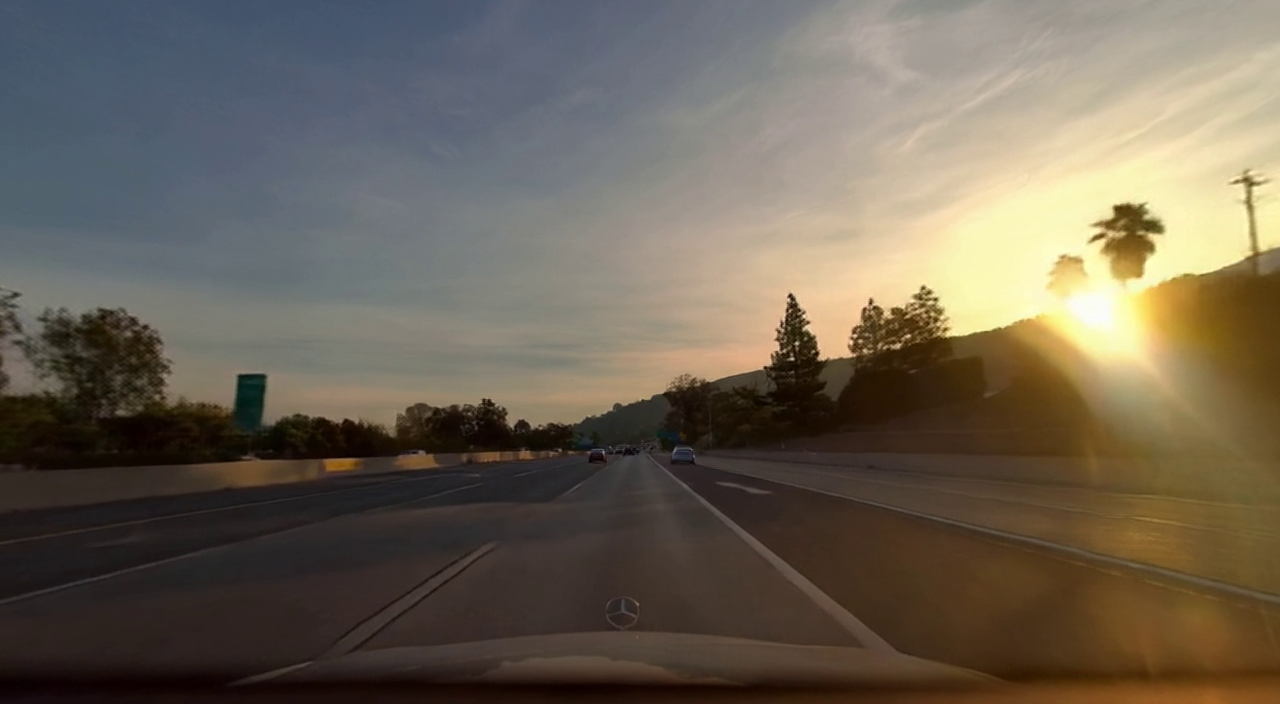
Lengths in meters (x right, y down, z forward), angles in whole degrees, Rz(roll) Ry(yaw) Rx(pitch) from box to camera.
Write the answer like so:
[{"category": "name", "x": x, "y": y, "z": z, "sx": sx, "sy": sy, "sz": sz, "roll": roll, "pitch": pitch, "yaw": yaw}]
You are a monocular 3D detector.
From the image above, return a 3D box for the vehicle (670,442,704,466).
[{"category": "vehicle", "x": 3.411, "y": 7.553, "z": 46.975, "sx": 2.130, "sy": 1.677, "sz": 4.317, "roll": 0, "pitch": -9, "yaw": -1}]
